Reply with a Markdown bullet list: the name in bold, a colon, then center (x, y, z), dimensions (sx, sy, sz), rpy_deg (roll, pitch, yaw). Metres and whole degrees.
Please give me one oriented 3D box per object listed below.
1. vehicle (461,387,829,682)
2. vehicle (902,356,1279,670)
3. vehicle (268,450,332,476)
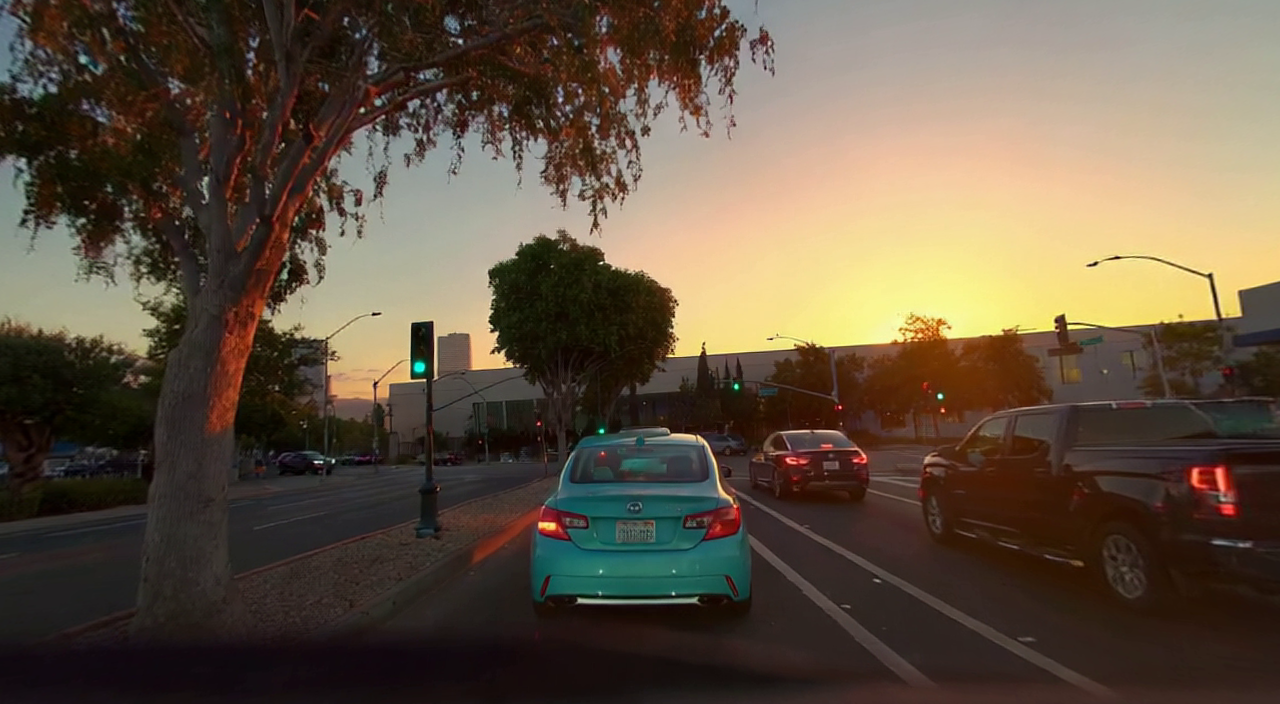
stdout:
- **vehicle**: center (-0.010, 1.339, 5.699), dimensions (2.116, 1.677, 3.948), rpy_deg (0, -8, -1)
- **vehicle**: center (4.534, 1.248, 6.014), dimensions (2.019, 1.803, 4.634), rpy_deg (0, -8, 0)
- **vehicle**: center (-24.081, 7.848, 44.876), dimensions (1.798, 1.706, 4.385), rpy_deg (-1, -8, 6)
